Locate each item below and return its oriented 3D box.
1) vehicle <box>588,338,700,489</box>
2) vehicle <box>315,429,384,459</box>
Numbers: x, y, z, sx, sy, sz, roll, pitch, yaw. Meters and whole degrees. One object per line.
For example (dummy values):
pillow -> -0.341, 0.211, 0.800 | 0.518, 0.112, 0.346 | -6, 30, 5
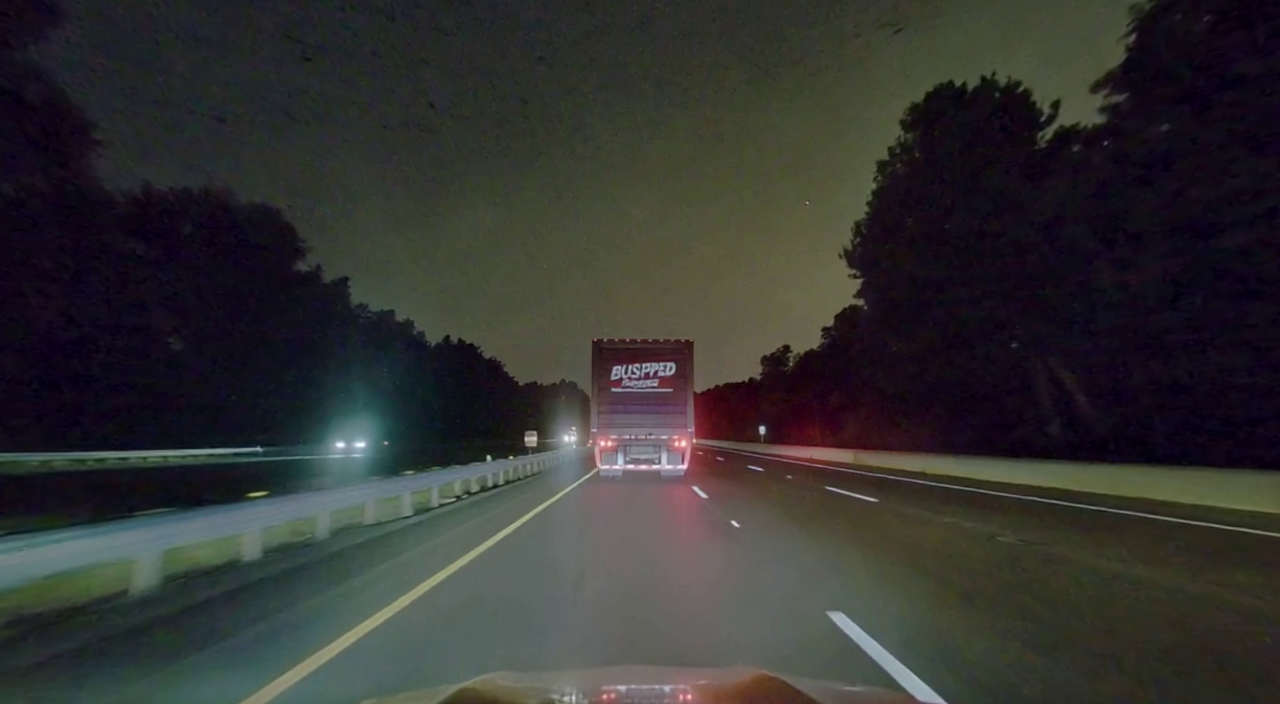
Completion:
vehicle -> 0.113, 2.155, 20.625 | 2.870, 3.911, 8.697 | 0, -8, 0
vehicle -> -15.722, 5.000, 34.281 | 1.795, 1.517, 4.019 | 0, -8, 1
